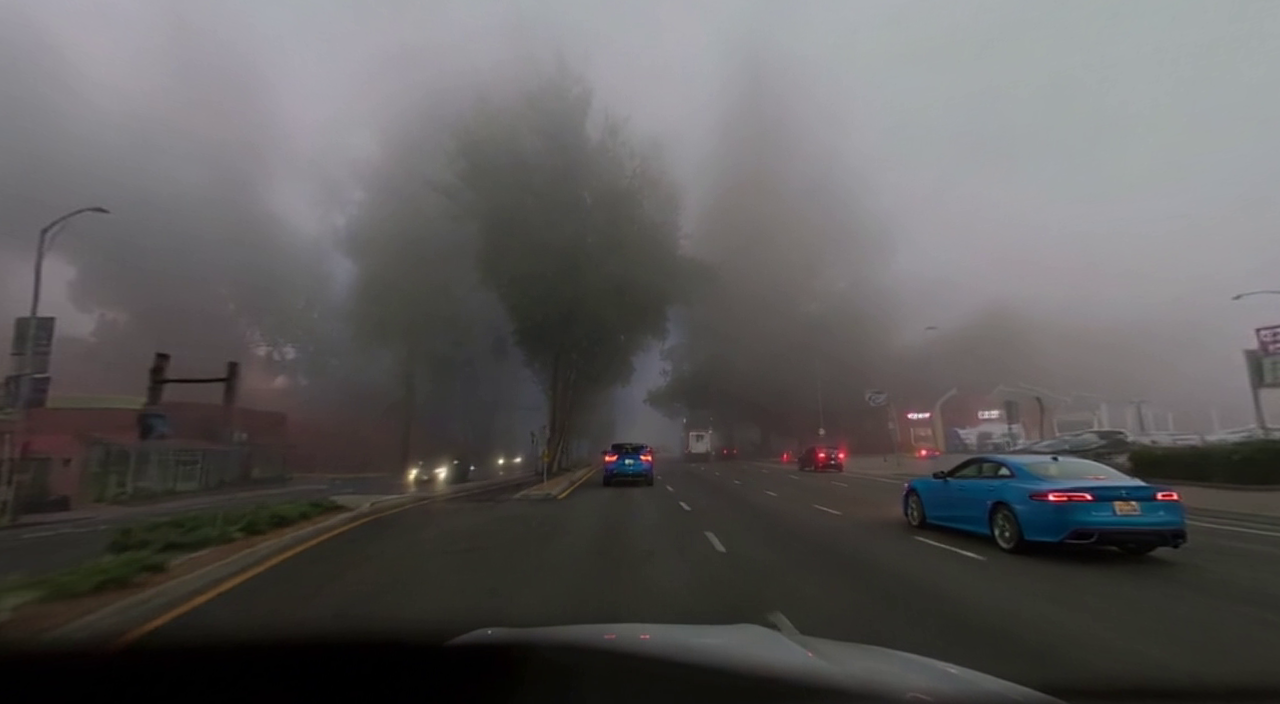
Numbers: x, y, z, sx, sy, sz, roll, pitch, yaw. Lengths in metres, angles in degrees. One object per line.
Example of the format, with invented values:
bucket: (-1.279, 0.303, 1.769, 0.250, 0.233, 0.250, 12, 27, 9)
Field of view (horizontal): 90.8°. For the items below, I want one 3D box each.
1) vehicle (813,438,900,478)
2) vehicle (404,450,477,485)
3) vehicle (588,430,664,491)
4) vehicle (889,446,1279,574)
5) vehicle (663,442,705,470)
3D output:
vehicle: (8.954, 4.418, 26.538, 2.045, 1.484, 4.342, -1, -9, -1)
vehicle: (-9.536, 5.534, 30.577, 1.989, 1.542, 4.435, -1, -9, 1)
vehicle: (-0.475, 3.567, 20.991, 2.266, 1.762, 4.131, -1, -9, -1)
vehicle: (5.555, 1.987, 8.825, 2.258, 1.294, 4.312, 0, -9, -2)
vehicle: (2.500, 6.025, 36.743, 2.078, 1.471, 4.142, -1, -9, -1)
